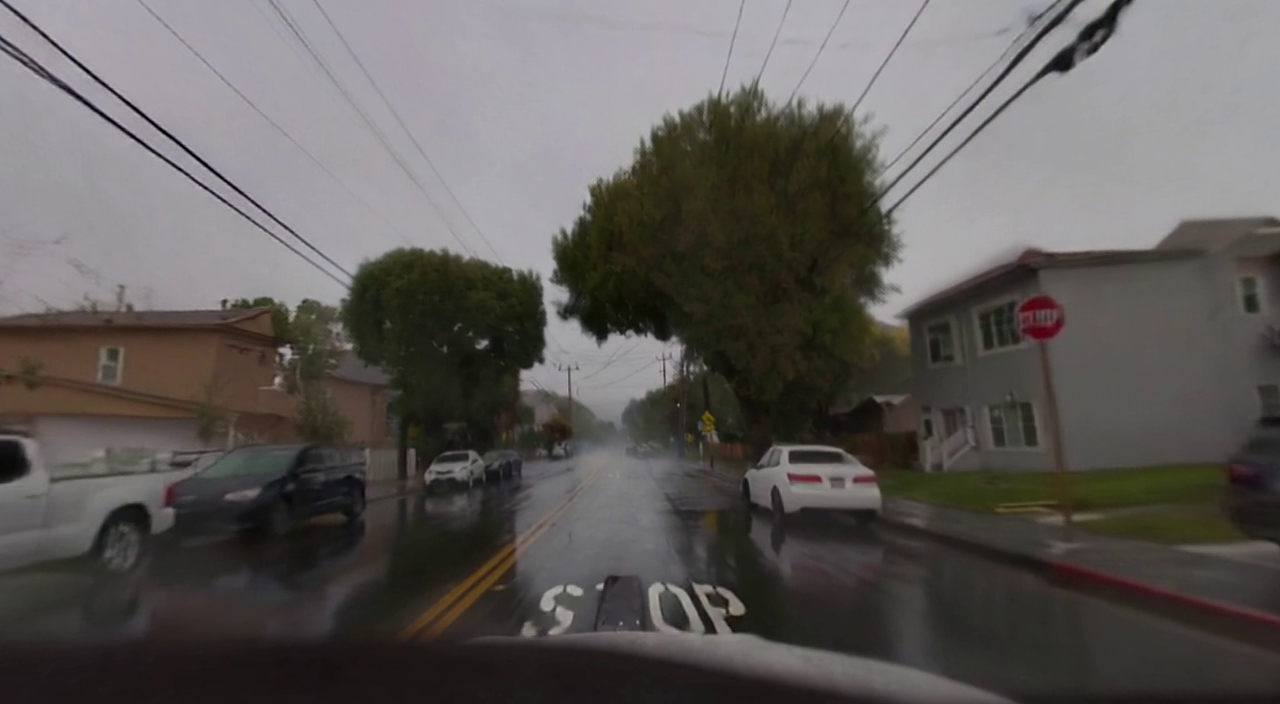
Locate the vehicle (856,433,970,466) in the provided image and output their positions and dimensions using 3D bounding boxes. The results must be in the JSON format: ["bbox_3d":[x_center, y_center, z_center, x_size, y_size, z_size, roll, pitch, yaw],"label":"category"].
[{"bbox_3d":[16.874,6.059,39.278,6.022,1.953,2.250,0,-9,1],"label":"vehicle"}]

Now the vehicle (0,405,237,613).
[{"bbox_3d":[-6.546,1.400,5.777,2.136,1.757,5.365,0,-9,0],"label":"vehicle"}]

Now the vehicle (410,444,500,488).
[{"bbox_3d":[-6.811,4.225,23.829,2.056,1.481,4.451,0,-9,0],"label":"vehicle"}]

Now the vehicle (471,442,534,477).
[{"bbox_3d":[-6.546,5.186,30.602,2.026,1.560,4.062,0,-9,2],"label":"vehicle"}]

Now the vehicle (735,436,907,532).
[{"bbox_3d":[3.367,2.561,13.057,1.963,1.536,5.446,0,-9,0],"label":"vehicle"}]

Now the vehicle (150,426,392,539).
[{"bbox_3d":[-6.561,2.351,12.025,1.896,1.703,4.586,0,-9,-1],"label":"vehicle"}]

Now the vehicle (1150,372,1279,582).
[{"bbox_3d":[8.415,1.031,5.647,5.541,1.820,2.319,-2,-10,1],"label":"vehicle"}]
